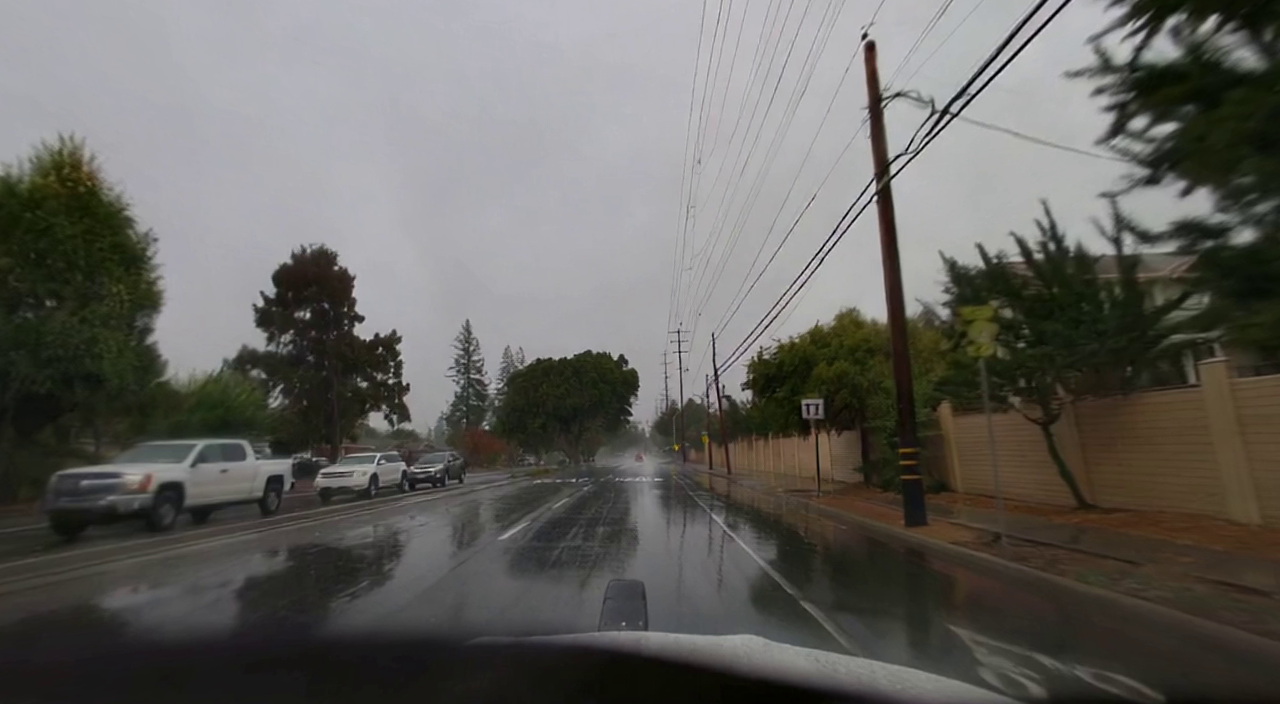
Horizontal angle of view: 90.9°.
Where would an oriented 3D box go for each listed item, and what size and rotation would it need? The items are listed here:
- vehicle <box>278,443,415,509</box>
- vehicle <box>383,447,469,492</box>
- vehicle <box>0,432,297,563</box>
[{"bbox_3d":[-9.155,3.868,20.265,2.075,1.733,4.947,-3,-9,0],"label":"vehicle"},{"bbox_3d":[-9.166,5.029,27.466,2.084,1.741,4.737,-1,-9,0],"label":"vehicle"},{"bbox_3d":[-8.727,2.420,11.417,2.293,1.839,4.793,0,-8,0],"label":"vehicle"}]
